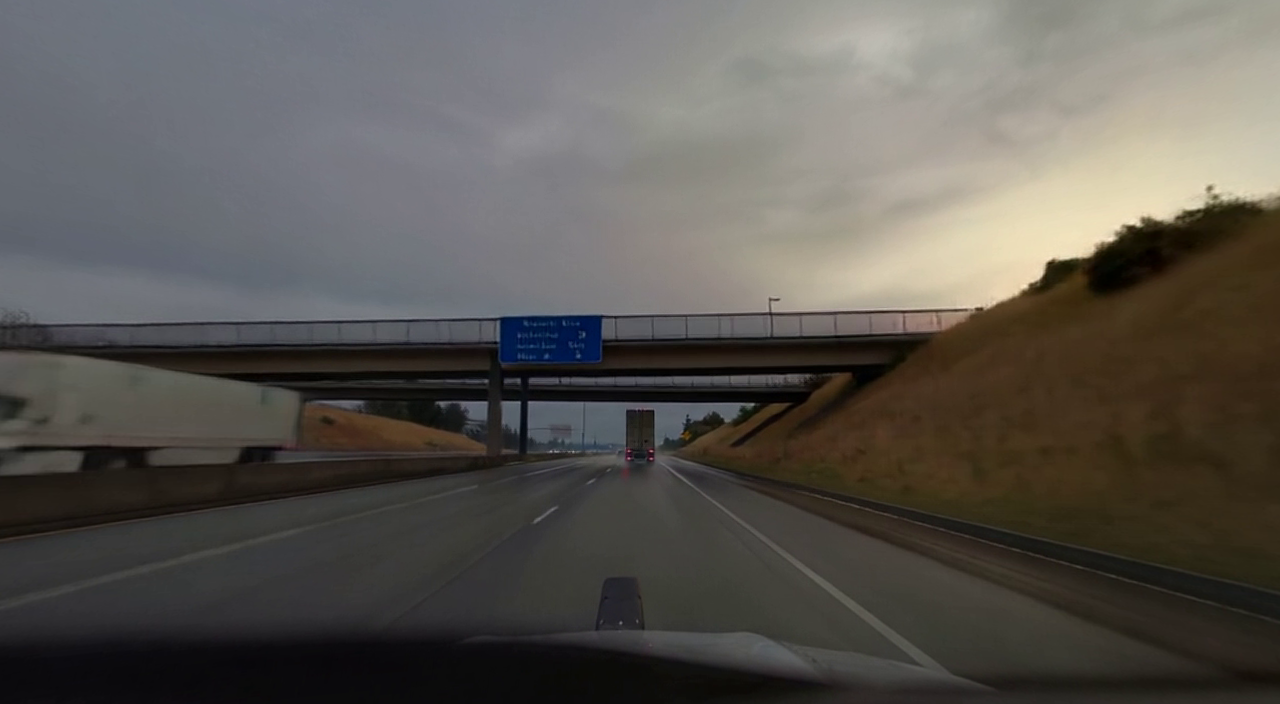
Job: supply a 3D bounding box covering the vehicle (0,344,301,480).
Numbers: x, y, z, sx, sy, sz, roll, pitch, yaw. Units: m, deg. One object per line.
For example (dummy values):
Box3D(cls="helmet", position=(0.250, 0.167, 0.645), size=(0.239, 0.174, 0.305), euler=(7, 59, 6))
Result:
Box3D(cls="vehicle", position=(-18.958, 2.802, 25.132), size=(2.997, 3.896, 14.226), euler=(0, -9, 0))
